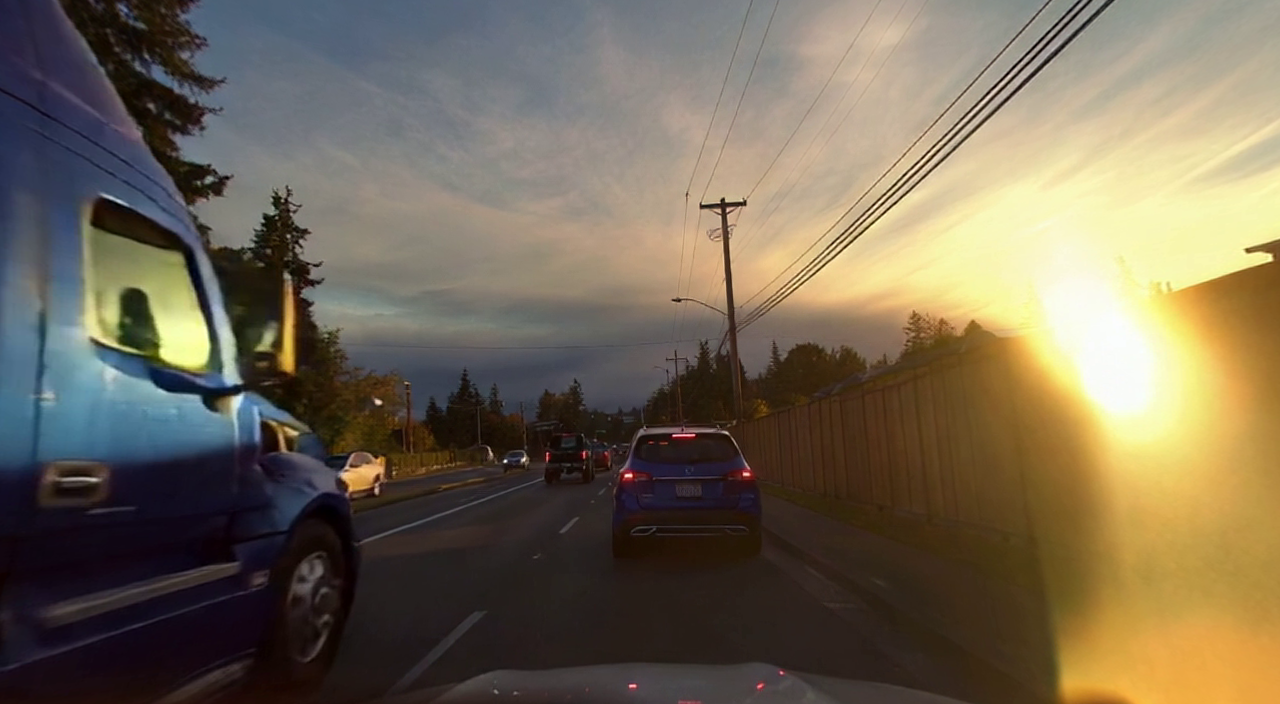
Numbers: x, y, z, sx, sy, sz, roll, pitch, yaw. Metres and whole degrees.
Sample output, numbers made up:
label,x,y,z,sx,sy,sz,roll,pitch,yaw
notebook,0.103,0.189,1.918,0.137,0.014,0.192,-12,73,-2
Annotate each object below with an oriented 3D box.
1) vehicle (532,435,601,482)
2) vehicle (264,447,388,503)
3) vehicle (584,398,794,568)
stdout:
label,x,y,z,sx,sy,sz,roll,pitch,yaw
vehicle,-2.718,4.075,24.302,2.037,1.639,4.213,0,-9,2
vehicle,-11.820,4.623,24.256,2.187,1.863,5.152,-1,-9,-1
vehicle,0.485,1.673,8.692,2.174,1.749,4.113,0,-9,-1
